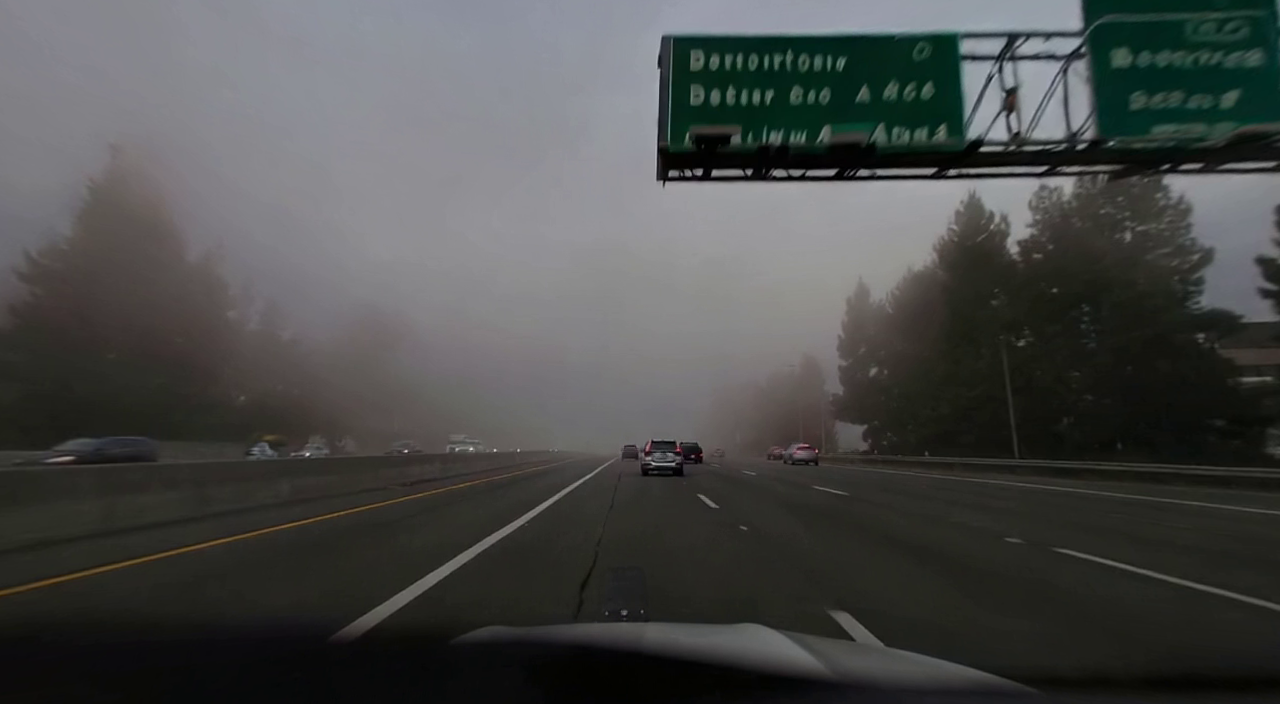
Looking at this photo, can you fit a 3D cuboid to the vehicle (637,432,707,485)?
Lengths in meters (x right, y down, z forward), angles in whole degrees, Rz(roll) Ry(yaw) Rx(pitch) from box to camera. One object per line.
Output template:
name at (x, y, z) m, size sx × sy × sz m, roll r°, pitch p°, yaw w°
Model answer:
vehicle at (1.031, 3.798, 22.780) m, size 2.105 × 1.711 × 4.293 m, roll 0°, pitch -8°, yaw -2°

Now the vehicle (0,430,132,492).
vehicle at (-18.283, 3.262, 19.167) m, size 1.965 × 1.662 × 4.370 m, roll 0°, pitch -8°, yaw 0°

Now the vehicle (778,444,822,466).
vehicle at (11.088, 7.143, 44.032) m, size 1.872 × 1.459 × 4.502 m, roll 0°, pitch -8°, yaw 0°

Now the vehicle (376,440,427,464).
vehicle at (-18.672, 7.832, 49.600) m, size 2.118 × 1.761 × 4.873 m, roll 0°, pitch -8°, yaw 0°
